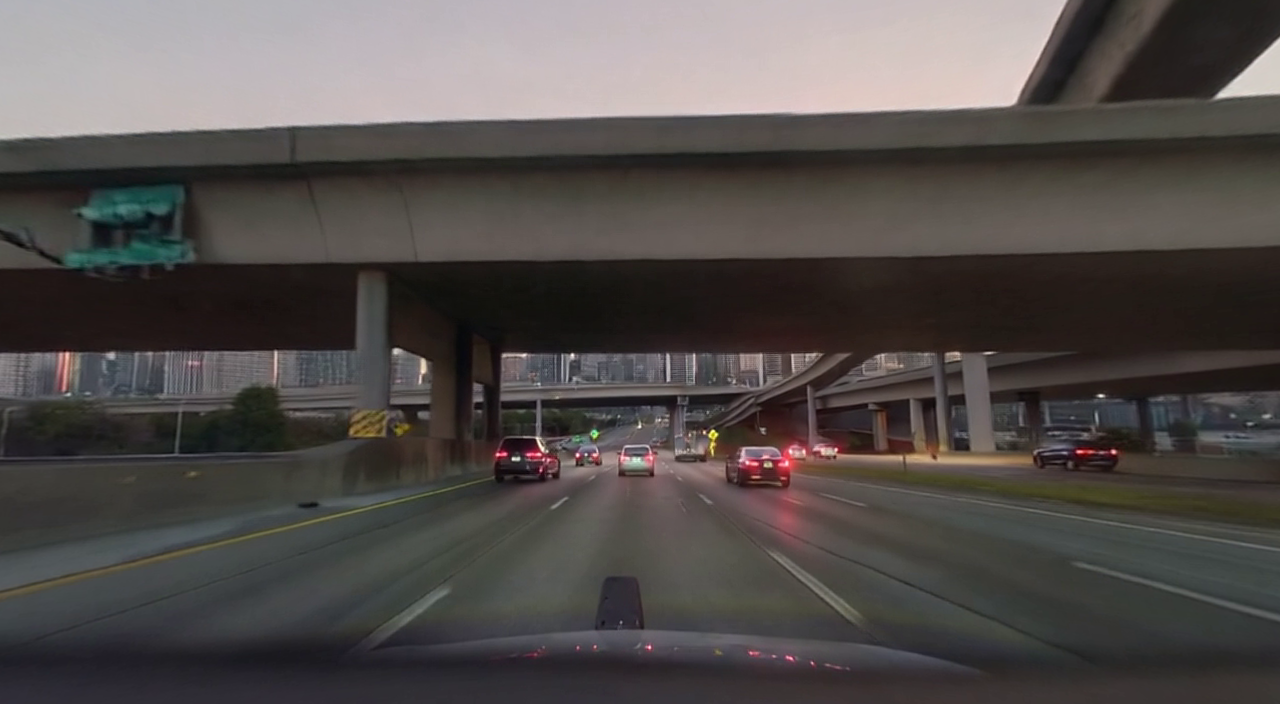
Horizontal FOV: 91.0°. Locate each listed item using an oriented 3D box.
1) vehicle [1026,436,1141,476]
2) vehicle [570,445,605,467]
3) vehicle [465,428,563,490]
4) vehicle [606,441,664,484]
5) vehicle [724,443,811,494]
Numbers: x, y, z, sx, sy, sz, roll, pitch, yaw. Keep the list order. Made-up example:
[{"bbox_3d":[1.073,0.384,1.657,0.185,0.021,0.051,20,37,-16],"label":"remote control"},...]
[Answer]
[{"bbox_3d":[24.239,5.708,34.846,2.376,1.988,6.109,-1,-9,6],"label":"vehicle"},{"bbox_3d":[-3.537,7.067,42.911,1.868,1.431,4.055,0,-9,2],"label":"vehicle"},{"bbox_3d":[-4.000,3.511,20.910,2.142,1.819,4.648,0,-9,2],"label":"vehicle"},{"bbox_3d":[-0.178,4.284,24.699,2.089,1.493,3.964,0,-9,0],"label":"vehicle"},{"bbox_3d":[4.062,3.774,20.737,1.974,1.490,3.994,0,-9,-1],"label":"vehicle"}]
